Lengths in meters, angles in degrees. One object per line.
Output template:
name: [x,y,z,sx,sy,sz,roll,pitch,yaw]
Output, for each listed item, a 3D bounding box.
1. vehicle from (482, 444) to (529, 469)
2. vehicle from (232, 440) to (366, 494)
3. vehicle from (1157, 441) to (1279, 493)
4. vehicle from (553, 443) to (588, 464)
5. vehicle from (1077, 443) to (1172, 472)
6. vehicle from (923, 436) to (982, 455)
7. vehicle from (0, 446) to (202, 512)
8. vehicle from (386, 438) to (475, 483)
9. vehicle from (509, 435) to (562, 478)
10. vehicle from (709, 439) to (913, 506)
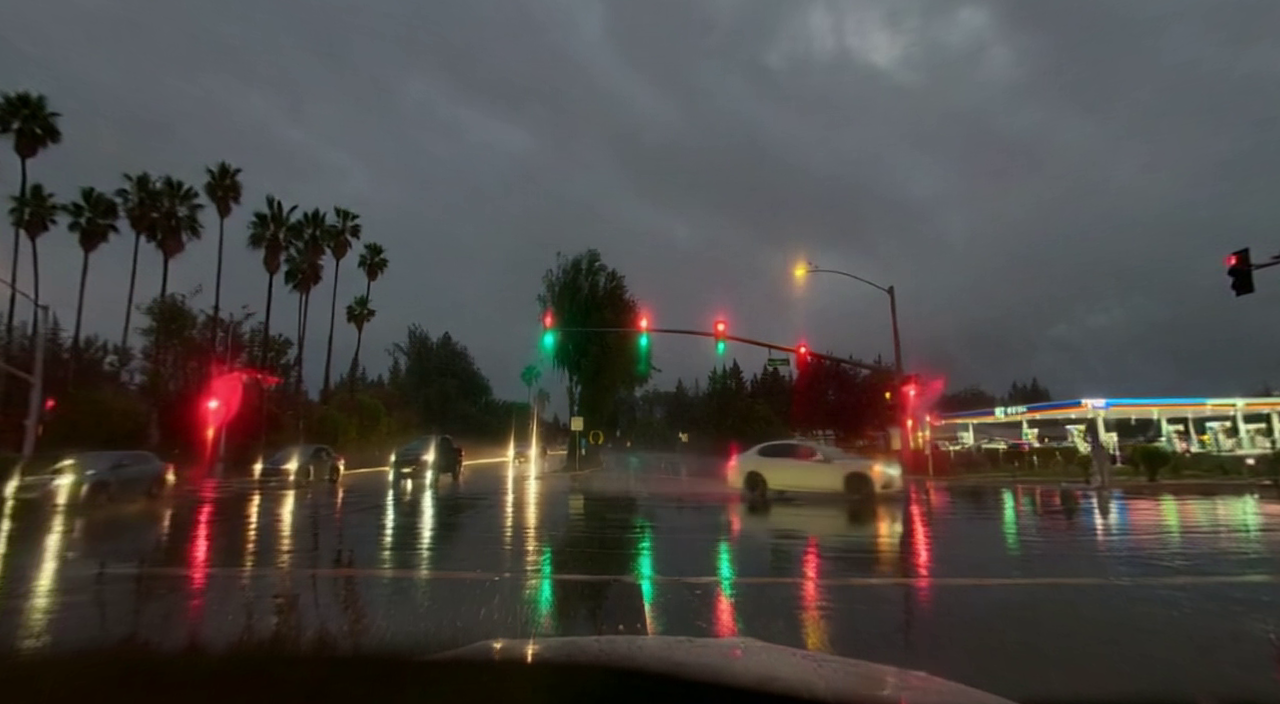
vehicle: [-8.792,6.893,41.789,2.034,1.510,4.647,0,-9,0]
vehicle: [-11.865,4.013,22.460,1.973,1.712,4.872,0,-9,0]
vehicle: [18.709,3.401,18.821,5.015,1.446,1.862,0,-9,-3]
vehicle: [-5.277,7.787,48.475,2.079,1.490,5.064,0,-9,1]
vehicle: [24.269,5.294,31.730,3.474,1.376,1.538,0,-9,-2]
vehicle: [22.552,6.758,45.652,3.356,1.395,1.559,0,-9,-1]
vehicle: [-15.178,3.492,17.947,2.099,1.590,4.625,0,-9,1]
vehicle: [-8.483,4.442,26.113,2.124,1.701,4.551,0,-9,0]
vehicle: [-4.752,4.634,28.179,1.929,1.719,4.892,2,-9,-13]
vehicle: [4.251,2.959,15.910,4.579,1.464,1.983,-5,-10,29]
